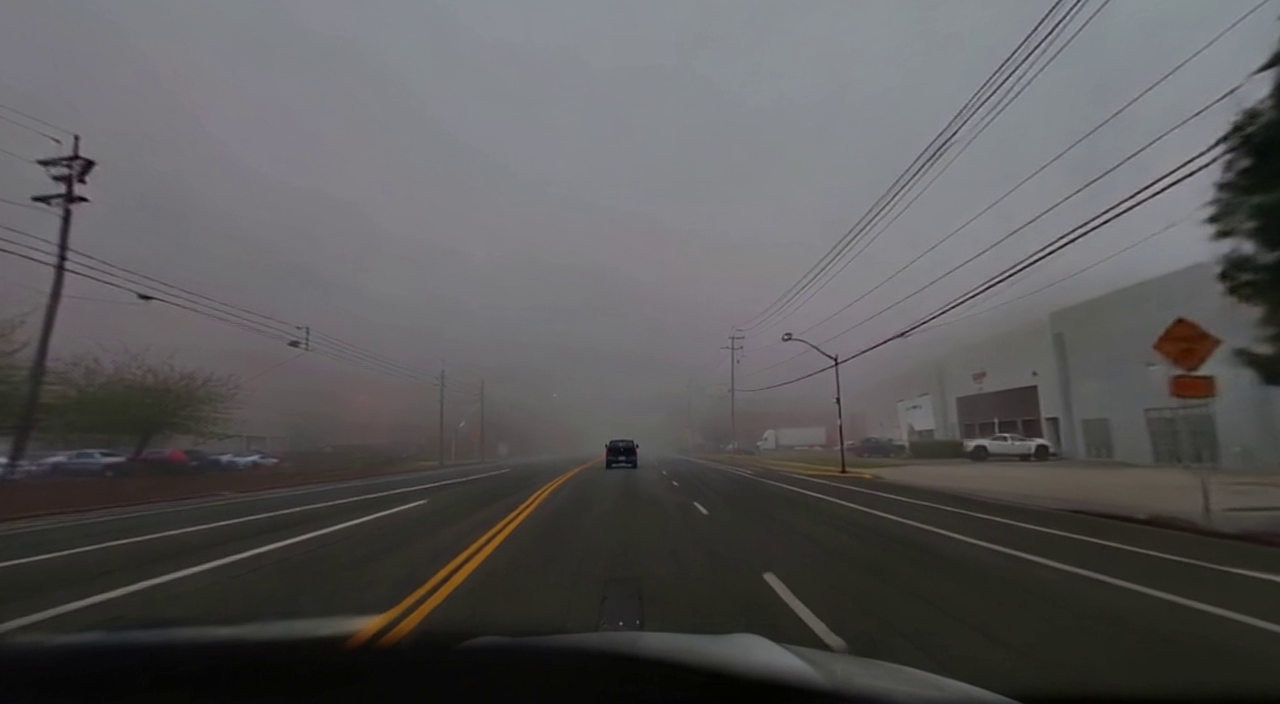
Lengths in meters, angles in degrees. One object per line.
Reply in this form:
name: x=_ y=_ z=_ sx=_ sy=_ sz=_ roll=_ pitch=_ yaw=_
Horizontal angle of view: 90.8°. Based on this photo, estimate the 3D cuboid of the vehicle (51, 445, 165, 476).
vehicle: x=-26.619 y=5.416 z=31.719 sx=3.983 sy=1.472 sz=1.898 roll=0 pitch=-8 yaw=0

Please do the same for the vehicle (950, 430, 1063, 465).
vehicle: x=23.208 y=6.071 z=40.214 sx=5.669 sy=2.073 sz=2.297 roll=-1 pitch=-8 yaw=2

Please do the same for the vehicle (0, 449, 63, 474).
vehicle: x=-39.612 y=6.910 z=39.778 sx=4.525 sy=1.491 sz=1.908 roll=0 pitch=-8 yaw=-1

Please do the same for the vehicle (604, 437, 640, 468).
vehicle: x=-0.986 y=5.604 z=35.352 sx=1.937 sy=1.588 sz=3.746 roll=0 pitch=-8 yaw=-1

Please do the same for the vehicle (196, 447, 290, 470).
vehicle: x=-26.510 y=7.085 z=42.305 sx=4.728 sy=1.431 sz=2.287 roll=0 pitch=-8 yaw=-2
